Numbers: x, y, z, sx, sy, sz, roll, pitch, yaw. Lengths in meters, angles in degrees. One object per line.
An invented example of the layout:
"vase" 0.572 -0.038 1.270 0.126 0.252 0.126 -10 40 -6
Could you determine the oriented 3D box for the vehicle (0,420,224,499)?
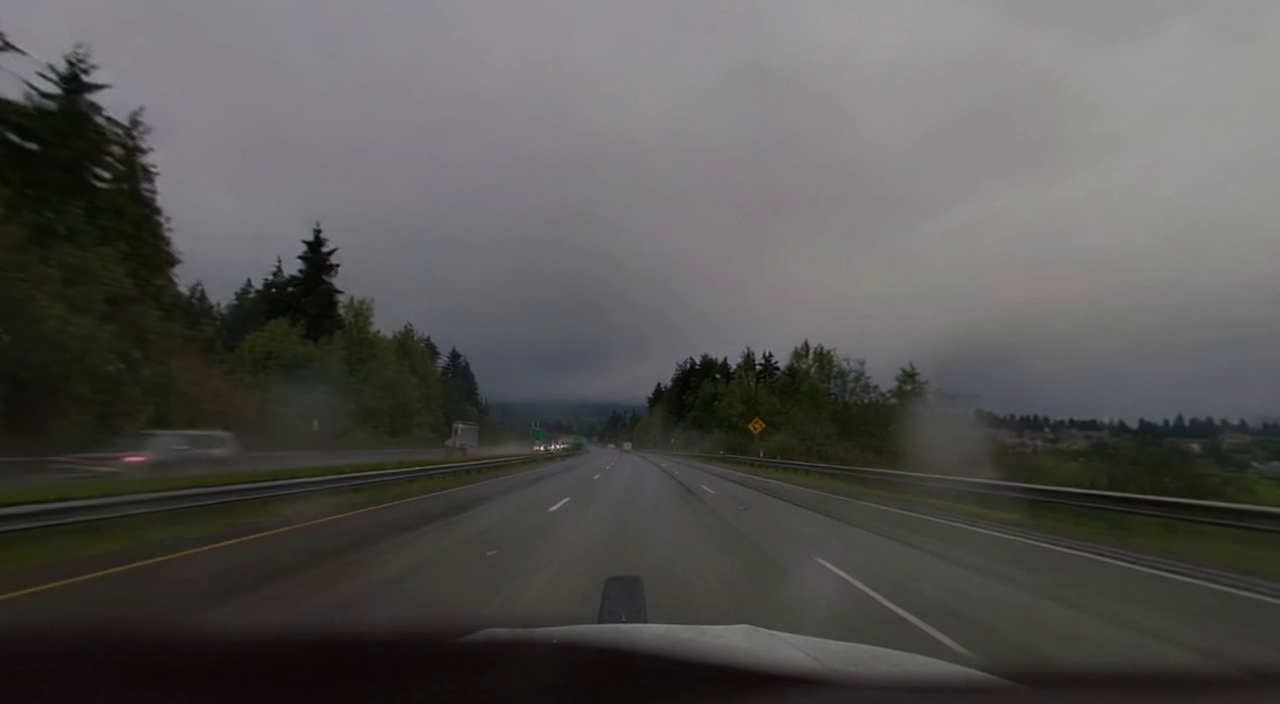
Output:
"vehicle" -11.894 2.407 14.297 2.041 1.513 4.136 0 -9 0
